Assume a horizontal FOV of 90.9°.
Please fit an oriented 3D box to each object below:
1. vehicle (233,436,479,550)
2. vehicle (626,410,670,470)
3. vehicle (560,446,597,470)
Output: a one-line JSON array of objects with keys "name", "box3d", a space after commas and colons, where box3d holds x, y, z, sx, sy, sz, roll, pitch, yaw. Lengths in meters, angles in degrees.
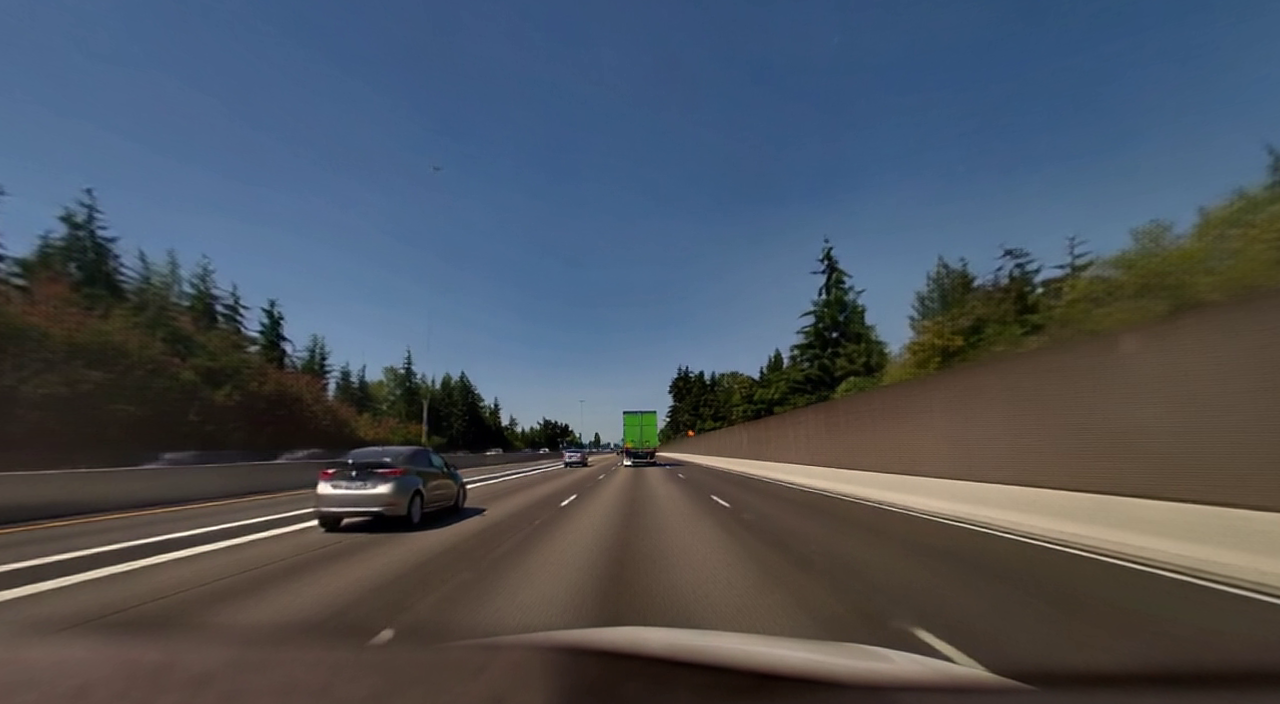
[{"name": "vehicle", "box3d": [-4.345, 2.216, 10.698, 1.977, 1.478, 4.702, 0, -9, 0]}, {"name": "vehicle", "box3d": [0.563, 6.721, 48.034, 2.980, 4.051, 10.359, 0, -9, 0]}, {"name": "vehicle", "box3d": [-4.046, 7.015, 41.950, 1.974, 1.531, 4.429, 0, -9, 0]}]
